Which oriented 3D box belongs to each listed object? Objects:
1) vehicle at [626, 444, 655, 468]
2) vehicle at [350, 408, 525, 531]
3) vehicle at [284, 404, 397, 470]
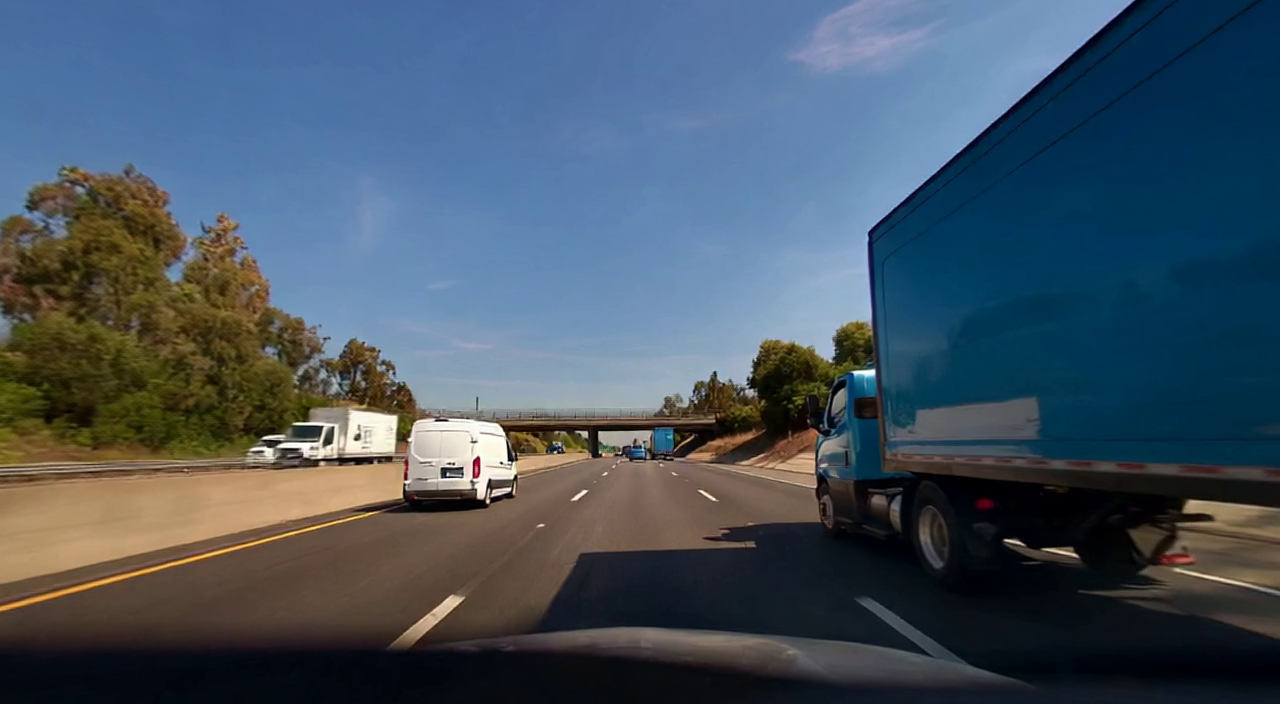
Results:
[{"bbox_3d":[-0.007,8.109,49.377,2.166,1.747,4.299,0,-9,0],"label":"vehicle"},{"bbox_3d":[-3.770,2.308,12.801,1.955,2.004,4.792,0,-9,0],"label":"vehicle"},{"bbox_3d":[-18.911,5.590,40.703,2.879,3.766,8.952,0,-9,0],"label":"vehicle"}]
